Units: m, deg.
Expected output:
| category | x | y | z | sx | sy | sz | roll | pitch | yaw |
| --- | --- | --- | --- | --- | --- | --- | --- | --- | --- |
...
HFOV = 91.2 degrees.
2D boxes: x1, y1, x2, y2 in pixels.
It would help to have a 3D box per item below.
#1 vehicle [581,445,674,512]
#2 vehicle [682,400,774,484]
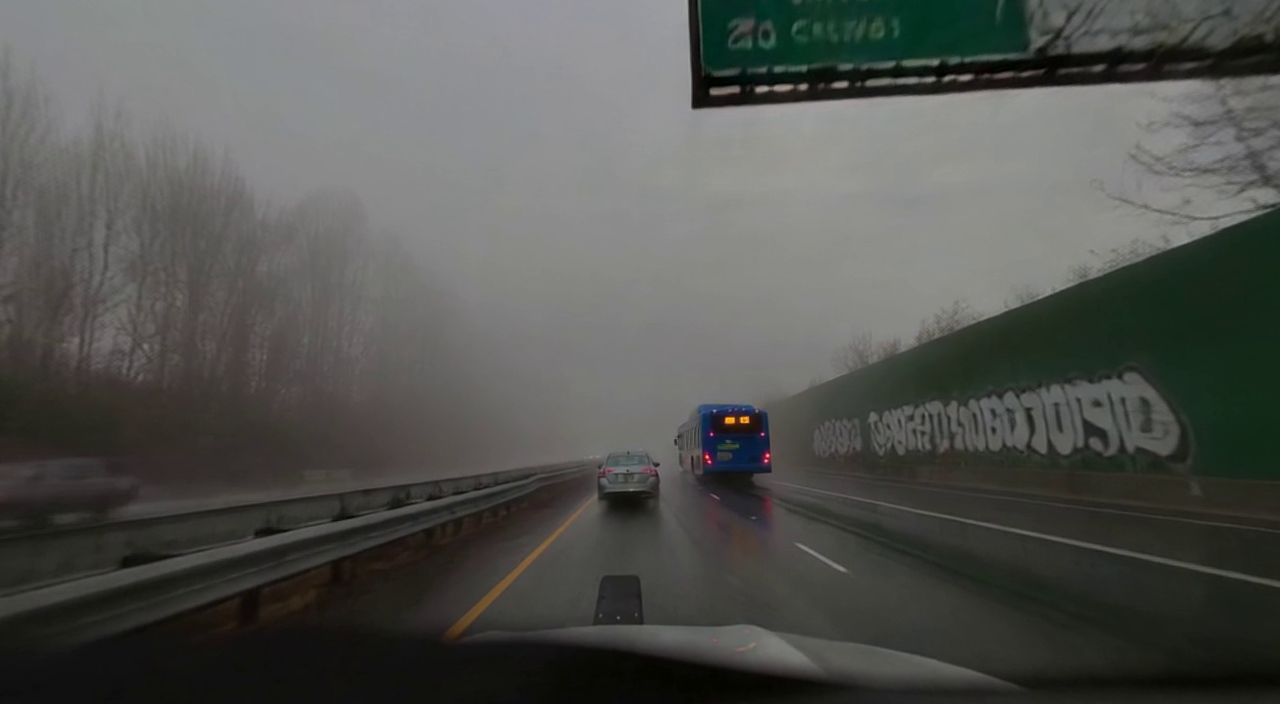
| category | x | y | z | sx | sy | sz | roll | pitch | yaw |
| --- | --- | --- | --- | --- | --- | --- | --- | --- | --- |
| vehicle | -0.278 | 3.286 | 16.700 | 2.160 | 1.532 | 4.073 | -1 | -9 | 0 |
| vehicle | 4.108 | 4.761 | 32.520 | 3.055 | 3.479 | 12.521 | -1 | -9 | 1 |
